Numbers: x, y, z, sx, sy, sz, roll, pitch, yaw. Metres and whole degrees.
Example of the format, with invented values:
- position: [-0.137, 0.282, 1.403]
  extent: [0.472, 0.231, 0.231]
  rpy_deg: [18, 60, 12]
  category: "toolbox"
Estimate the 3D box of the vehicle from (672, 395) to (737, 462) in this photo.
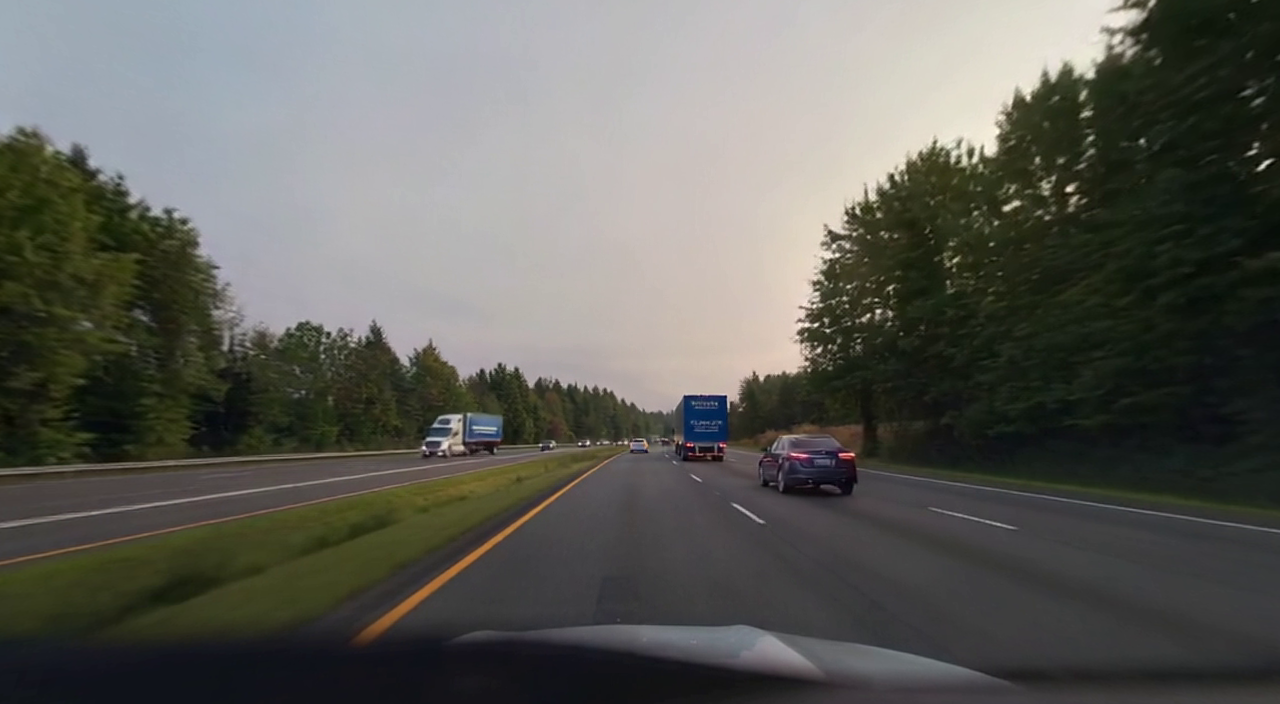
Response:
- position: [4.248, 5.543, 44.958]
  extent: [3.171, 4.072, 13.784]
  rpy_deg: [0, -8, 0]
  category: "vehicle"

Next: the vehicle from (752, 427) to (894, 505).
- position: [4.159, 2.640, 15.158]
  extent: [2.028, 1.573, 4.207]
  rpy_deg: [0, -8, -2]
  category: "vehicle"

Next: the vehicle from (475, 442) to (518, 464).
- position: [-10.264, 7.258, 45.375]
  extent: [2.010, 1.426, 4.364]
  rpy_deg: [0, -8, 1]
  category: "vehicle"

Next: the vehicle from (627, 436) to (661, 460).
- position: [0.293, 6.503, 42.966]
  extent: [2.209, 1.499, 4.144]
  rpy_deg: [0, -8, 0]
  category: "vehicle"
